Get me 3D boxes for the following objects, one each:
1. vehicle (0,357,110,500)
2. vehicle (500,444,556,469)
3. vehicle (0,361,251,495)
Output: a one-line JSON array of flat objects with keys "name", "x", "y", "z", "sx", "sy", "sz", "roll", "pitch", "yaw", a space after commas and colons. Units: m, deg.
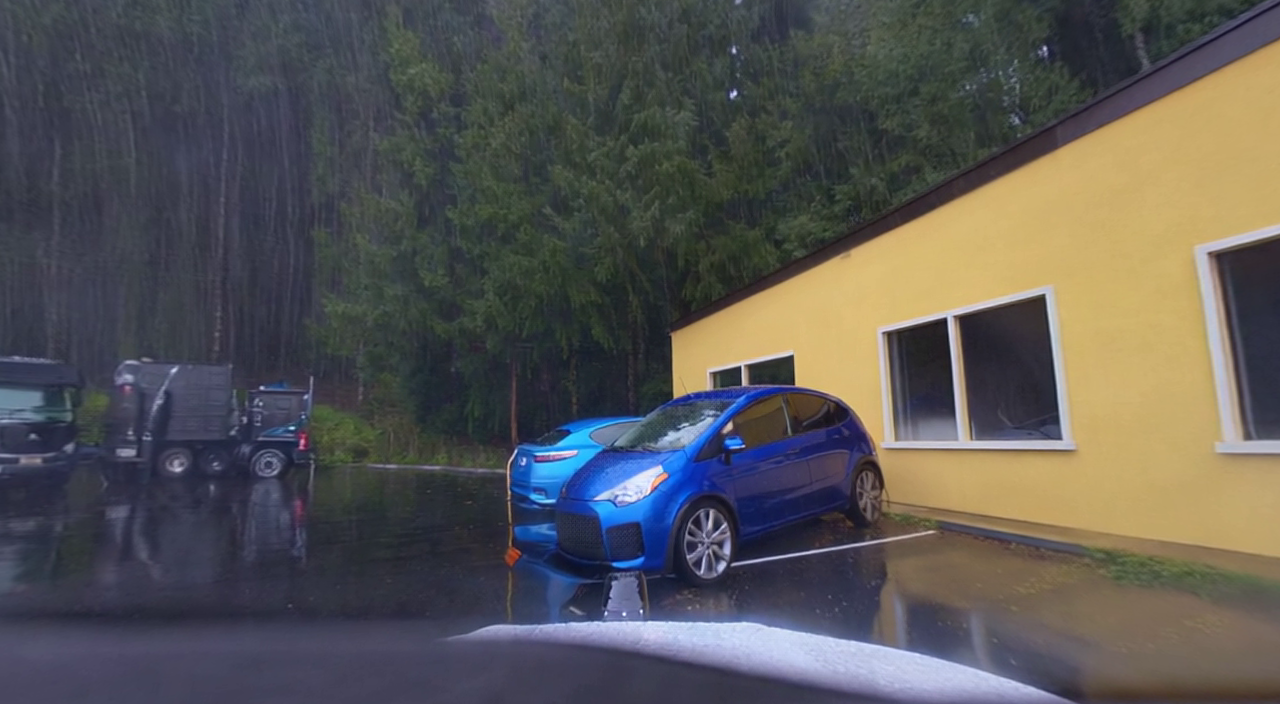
[{"name": "vehicle", "x": -22.107, "y": 2.641, "z": 20.624, "sx": 11.512, "sy": 3.871, "sz": 3.038, "roll": -5, "pitch": -10, "yaw": 29}, {"name": "vehicle", "x": -7.026, "y": 6.571, "z": 39.834, "sx": 1.809, "sy": 1.506, "sz": 3.473, "roll": -4, "pitch": -10, "yaw": 24}, {"name": "vehicle", "x": -19.598, "y": 2.967, "z": 23.274, "sx": 11.906, "sy": 4.069, "sz": 2.948, "roll": -5, "pitch": -10, "yaw": 28}]
